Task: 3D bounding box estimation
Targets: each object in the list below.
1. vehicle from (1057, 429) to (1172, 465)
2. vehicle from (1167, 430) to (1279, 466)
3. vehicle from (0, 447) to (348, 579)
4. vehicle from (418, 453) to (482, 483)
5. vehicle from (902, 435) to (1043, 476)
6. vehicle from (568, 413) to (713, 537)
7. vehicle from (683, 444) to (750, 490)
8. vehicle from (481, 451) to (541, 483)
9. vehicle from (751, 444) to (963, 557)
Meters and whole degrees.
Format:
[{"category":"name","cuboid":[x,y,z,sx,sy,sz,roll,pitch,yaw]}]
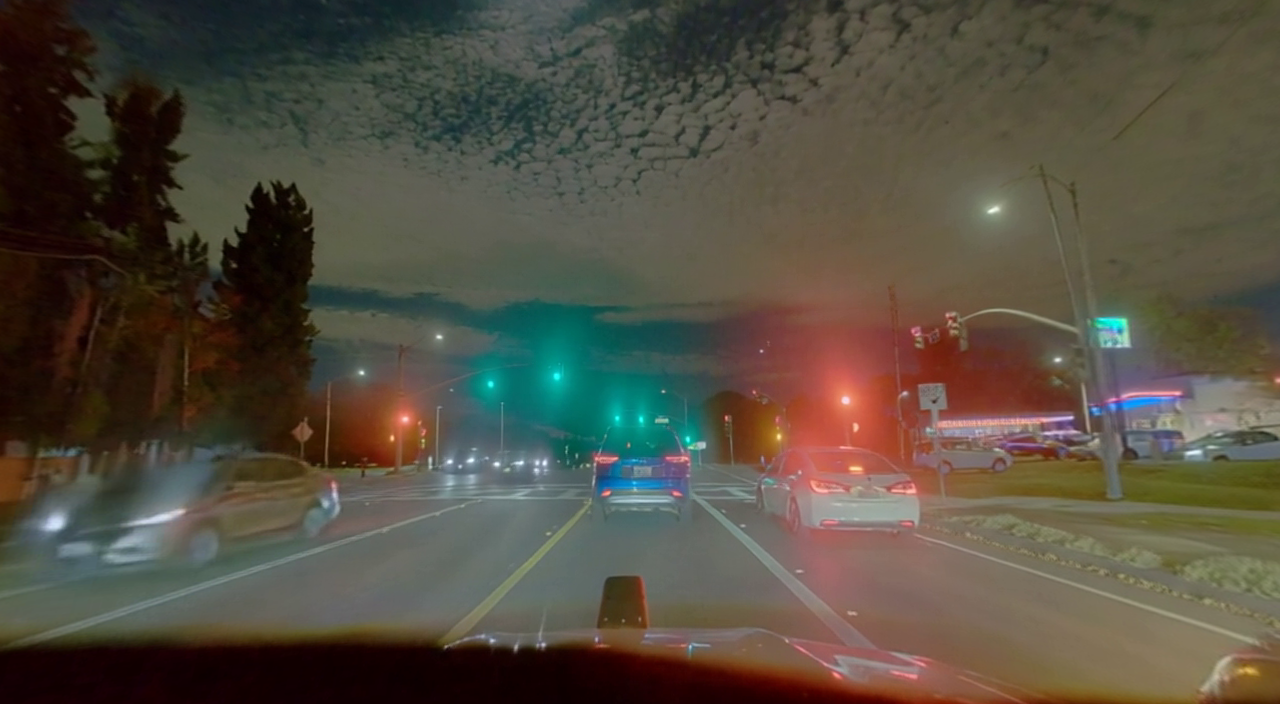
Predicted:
[{"category":"vehicle","cuboid":[26.519,5.336,35.211,4.704,1.919,2.130,0,-9,-2]},{"category":"vehicle","cuboid":[25.822,4.142,27.084,4.420,1.469,1.807,0,-9,1]},{"category":"vehicle","cuboid":[-6.592,2.212,9.620,1.981,1.478,4.701,0,-9,0]},{"category":"vehicle","cuboid":[-10.793,6.609,36.060,2.206,1.544,4.740,0,-9,0]},{"category":"vehicle","cuboid":[13.525,4.231,25.753,4.648,1.583,2.018,0,-9,-2]},{"category":"vehicle","cuboid":[-0.029,2.265,12.108,2.296,1.947,4.168,0,-9,-1]},{"category":"vehicle","cuboid":[3.055,4.704,26.141,2.138,1.729,4.178,0,-9,-2]},{"category":"vehicle","cuboid":[-6.503,5.844,32.227,2.054,1.478,4.584,0,-9,1]},{"category":"vehicle","cuboid":[3.308,2.325,10.681,1.900,1.478,4.425,0,-9,-2]}]
